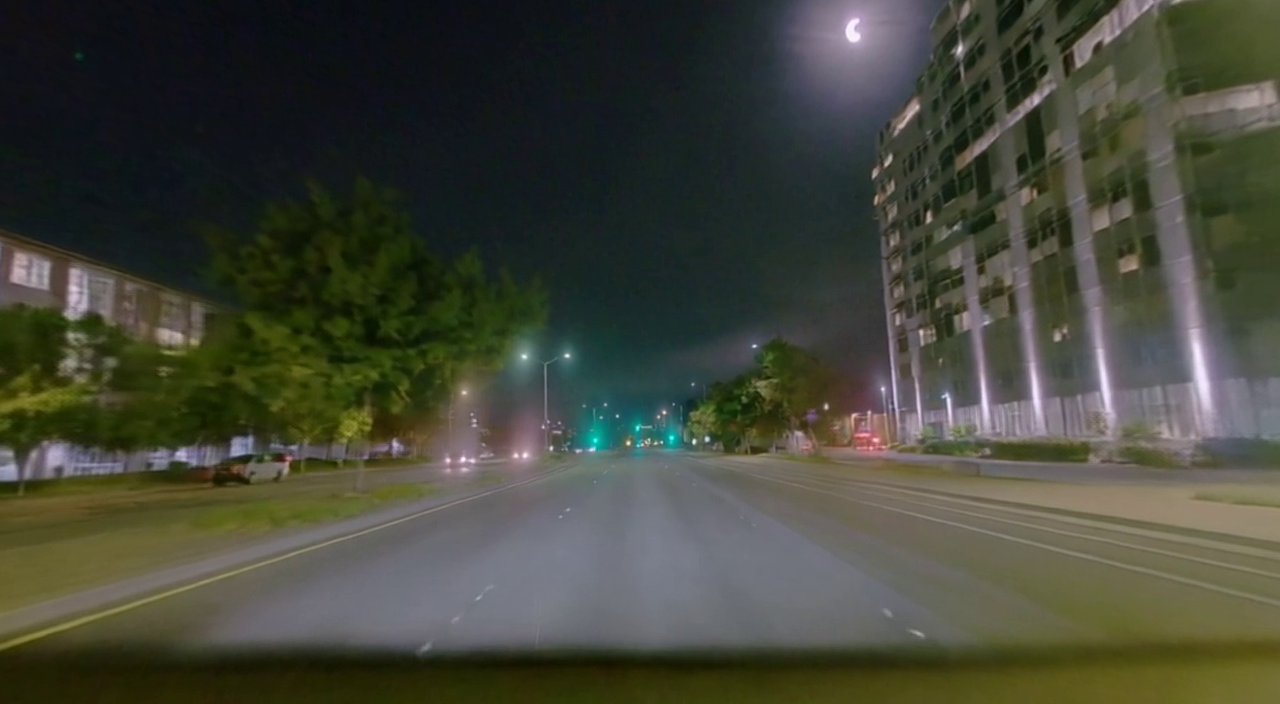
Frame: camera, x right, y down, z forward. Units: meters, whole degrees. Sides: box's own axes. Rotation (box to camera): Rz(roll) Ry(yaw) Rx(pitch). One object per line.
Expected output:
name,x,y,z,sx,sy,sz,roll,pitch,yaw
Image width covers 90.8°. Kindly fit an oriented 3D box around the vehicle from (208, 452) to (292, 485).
vehicle,-22.271,6.656,36.325,1.990,1.650,4.617,-1,-8,-1
